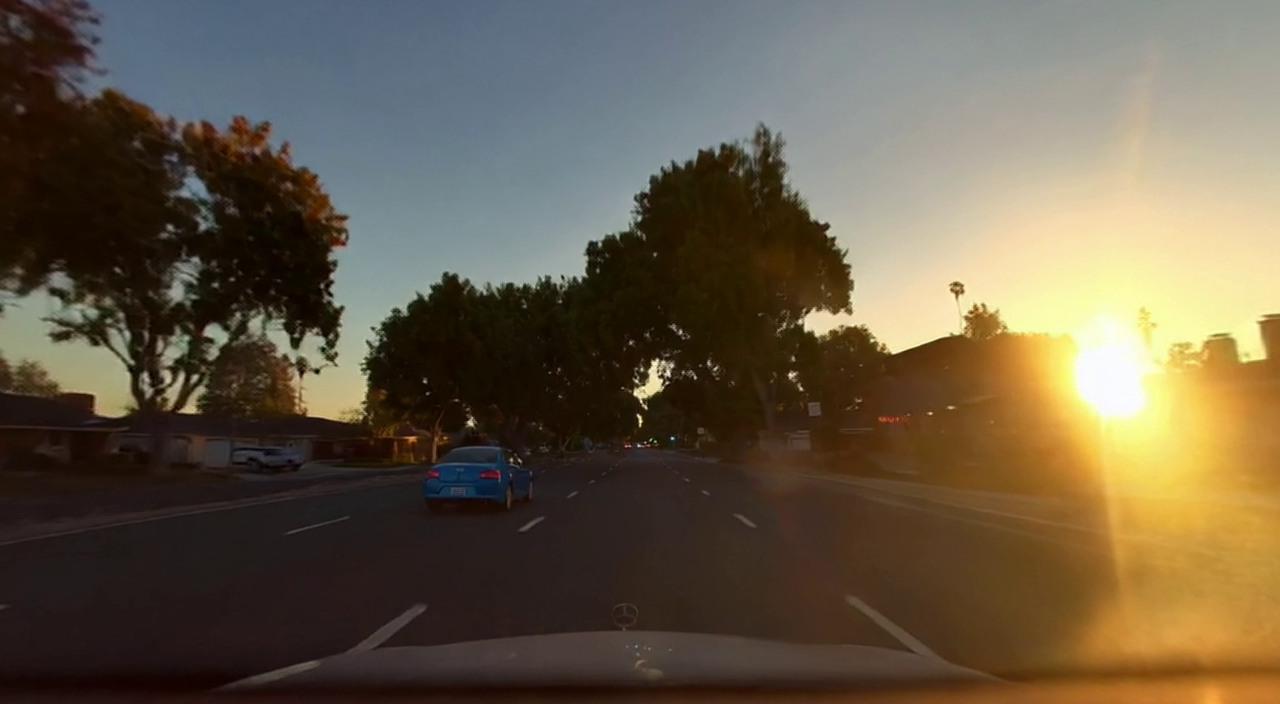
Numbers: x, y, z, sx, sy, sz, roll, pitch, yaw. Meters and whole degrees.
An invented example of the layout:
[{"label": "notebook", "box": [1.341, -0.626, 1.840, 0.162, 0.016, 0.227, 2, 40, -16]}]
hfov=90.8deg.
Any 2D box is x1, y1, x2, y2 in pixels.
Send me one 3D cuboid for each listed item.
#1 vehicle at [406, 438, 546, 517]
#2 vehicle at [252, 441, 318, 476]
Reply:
[{"label": "vehicle", "box": [-3.459, 2.714, 14.218, 2.005, 1.477, 4.169, 0, -8, 0]}, {"label": "vehicle", "box": [-26.242, 7.859, 46.799, 3.358, 2.439, 2.686, 1, -9, -8]}]
